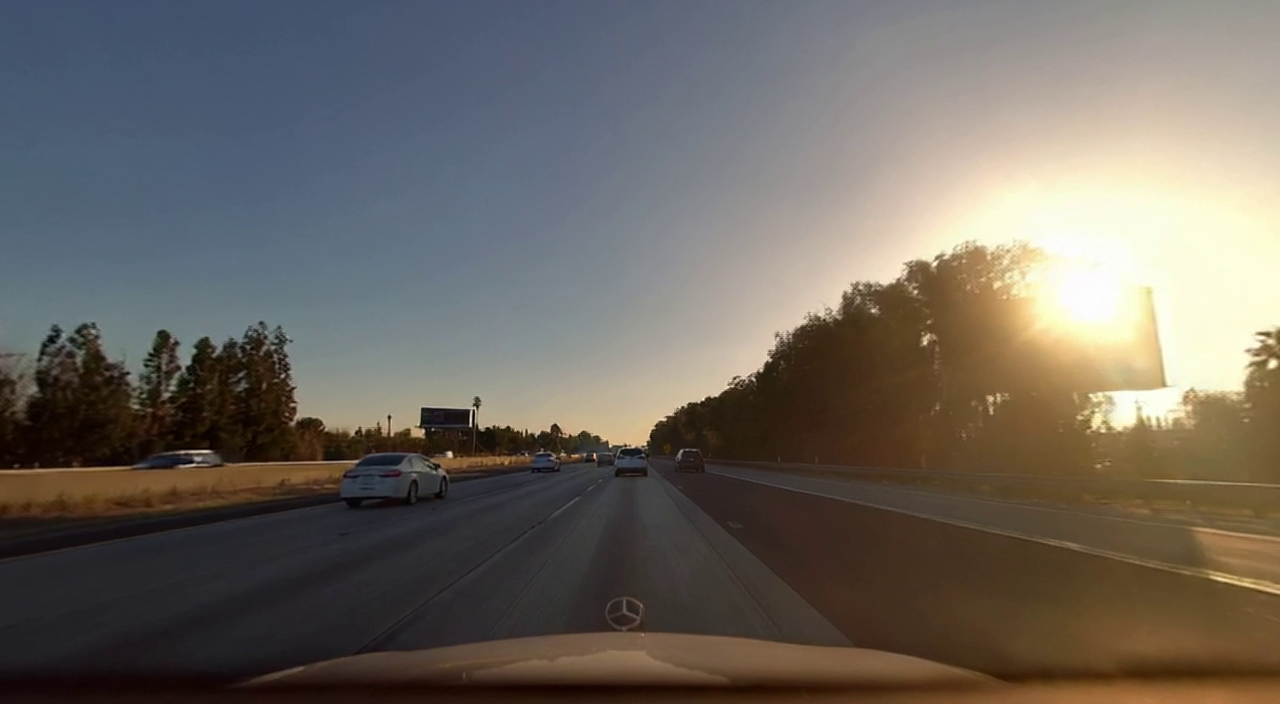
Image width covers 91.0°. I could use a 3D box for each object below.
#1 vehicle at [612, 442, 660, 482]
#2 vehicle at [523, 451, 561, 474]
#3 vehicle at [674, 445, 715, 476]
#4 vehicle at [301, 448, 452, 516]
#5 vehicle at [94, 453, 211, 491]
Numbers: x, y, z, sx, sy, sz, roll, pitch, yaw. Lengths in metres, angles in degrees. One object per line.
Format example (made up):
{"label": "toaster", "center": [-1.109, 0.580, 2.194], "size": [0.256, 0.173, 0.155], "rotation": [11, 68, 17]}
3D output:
{"label": "vehicle", "center": [-0.198, 5.242, 30.403], "size": [2.127, 1.749, 4.776], "rotation": [0, -9, 0]}
{"label": "vehicle", "center": [-6.750, 7.635, 43.795], "size": [1.892, 1.468, 4.792], "rotation": [0, -9, 0]}
{"label": "vehicle", "center": [3.210, 6.464, 37.769], "size": [1.925, 1.716, 4.378], "rotation": [0, -9, -2]}
{"label": "vehicle", "center": [-6.655, 3.300, 16.592], "size": [1.918, 1.509, 4.736], "rotation": [0, -9, 0]}
{"label": "vehicle", "center": [-22.567, 5.552, 29.417], "size": [2.001, 1.575, 4.266], "rotation": [0, -9, 0]}
